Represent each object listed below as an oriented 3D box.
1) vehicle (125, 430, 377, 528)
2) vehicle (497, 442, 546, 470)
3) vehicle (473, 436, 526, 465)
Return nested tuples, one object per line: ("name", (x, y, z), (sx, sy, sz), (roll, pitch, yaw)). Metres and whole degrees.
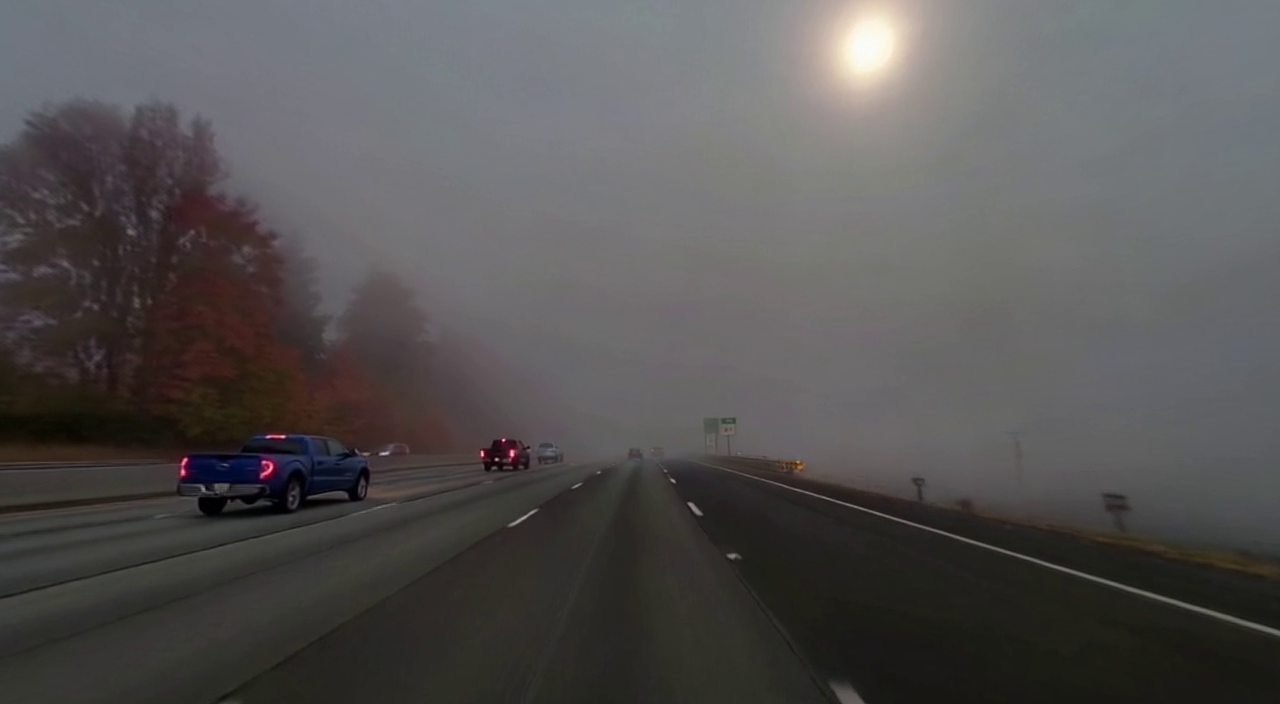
("vehicle", (-7.286, 2.402, 12.585), (1.965, 1.567, 4.686), (0, -8, 1))
("vehicle", (-6.819, 6.007, 36.570), (1.919, 1.499, 4.234), (0, -8, 1))
("vehicle", (-10.255, 7.235, 46.452), (2.347, 1.984, 5.778), (0, -8, 3))
